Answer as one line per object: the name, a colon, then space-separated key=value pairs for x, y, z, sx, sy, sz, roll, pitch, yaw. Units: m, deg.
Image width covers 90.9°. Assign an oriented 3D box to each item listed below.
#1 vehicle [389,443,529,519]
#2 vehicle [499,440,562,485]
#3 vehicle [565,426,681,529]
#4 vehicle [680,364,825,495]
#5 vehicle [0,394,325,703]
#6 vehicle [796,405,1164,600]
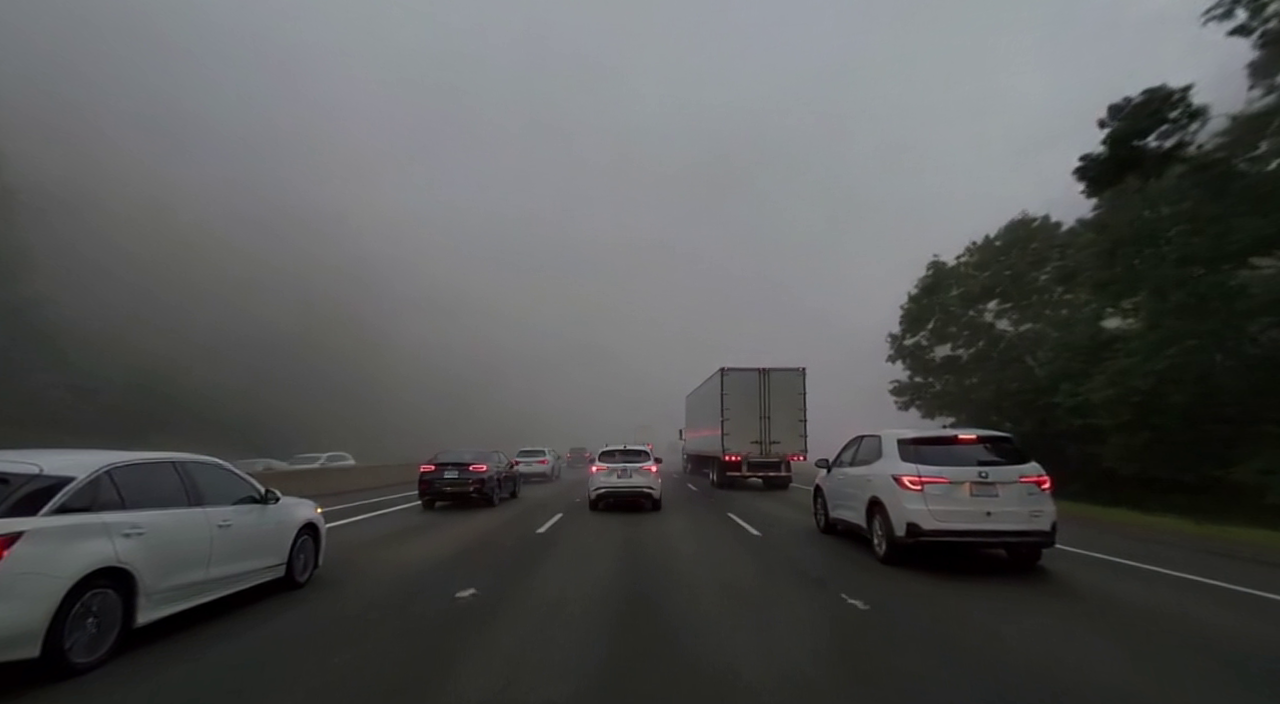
vehicle: x=-4.005 y=2.911 z=14.783 sx=1.923 sy=1.503 sz=4.293 roll=0 pitch=-9 yaw=1
vehicle: x=-4.648 y=4.743 z=27.231 sx=1.959 sy=1.808 sz=3.790 roll=0 pitch=-9 yaw=1
vehicle: x=-0.309 y=2.558 z=13.345 sx=2.037 sy=1.792 sz=4.194 roll=0 pitch=-9 yaw=0
vehicle: x=4.000 y=3.607 z=27.551 sx=3.186 sy=4.111 sz=15.553 roll=0 pitch=-9 yaw=-1
vehicle: x=-4.283 y=1.259 z=4.728 sx=1.789 sy=1.620 sz=3.841 roll=0 pitch=-9 yaw=0
vehicle: x=3.665 y=1.728 z=8.109 sx=2.076 sy=1.751 sz=4.666 roll=0 pitch=-9 yaw=0
